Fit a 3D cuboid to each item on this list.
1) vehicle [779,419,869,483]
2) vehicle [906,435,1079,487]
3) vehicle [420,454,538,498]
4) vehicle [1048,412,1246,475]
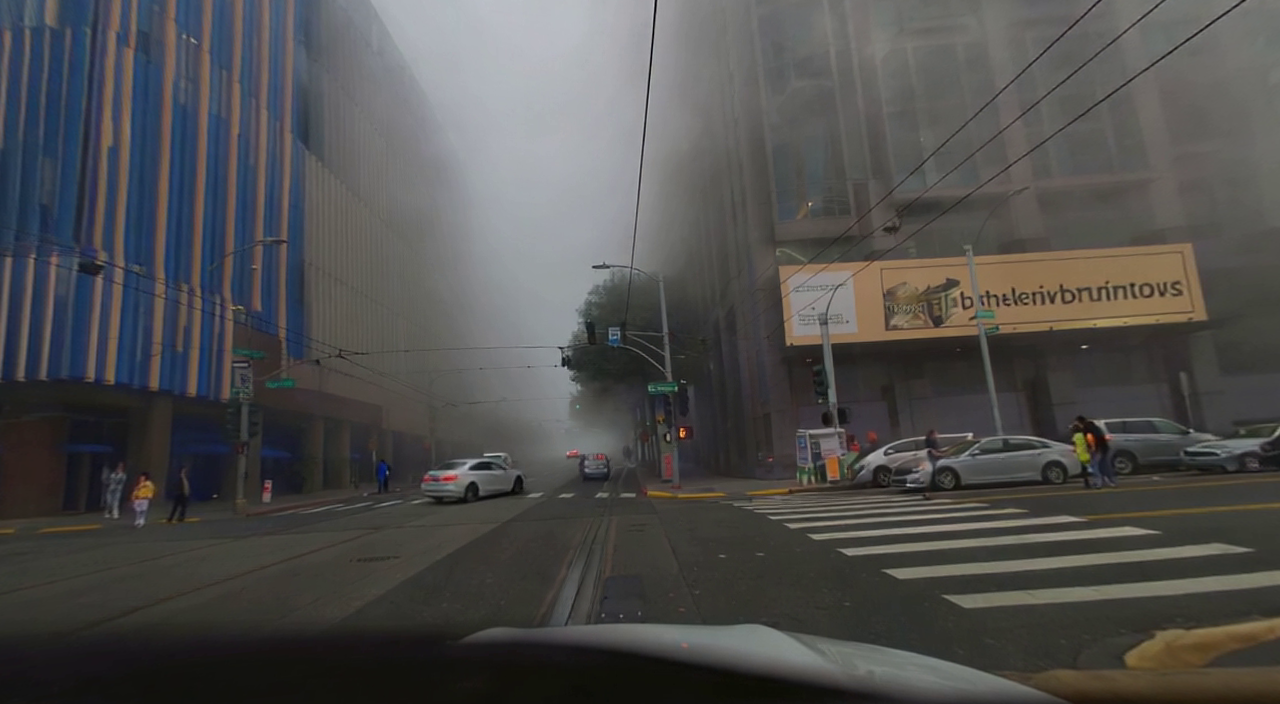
[{"bbox_3d":[7.604,4.098,26.634,2.316,2.425,4.466,1,-7,-2],"label":"vehicle"},{"bbox_3d":[11.399,3.524,20.572,4.697,1.510,1.596,0,-9,-4],"label":"vehicle"},{"bbox_3d":[-6.239,4.831,25.032,1.797,1.490,4.549,-5,-10,31],"label":"vehicle"},{"bbox_3d":[16.765,3.043,21.071,4.944,1.946,1.952,0,-8,-3],"label":"vehicle"}]
